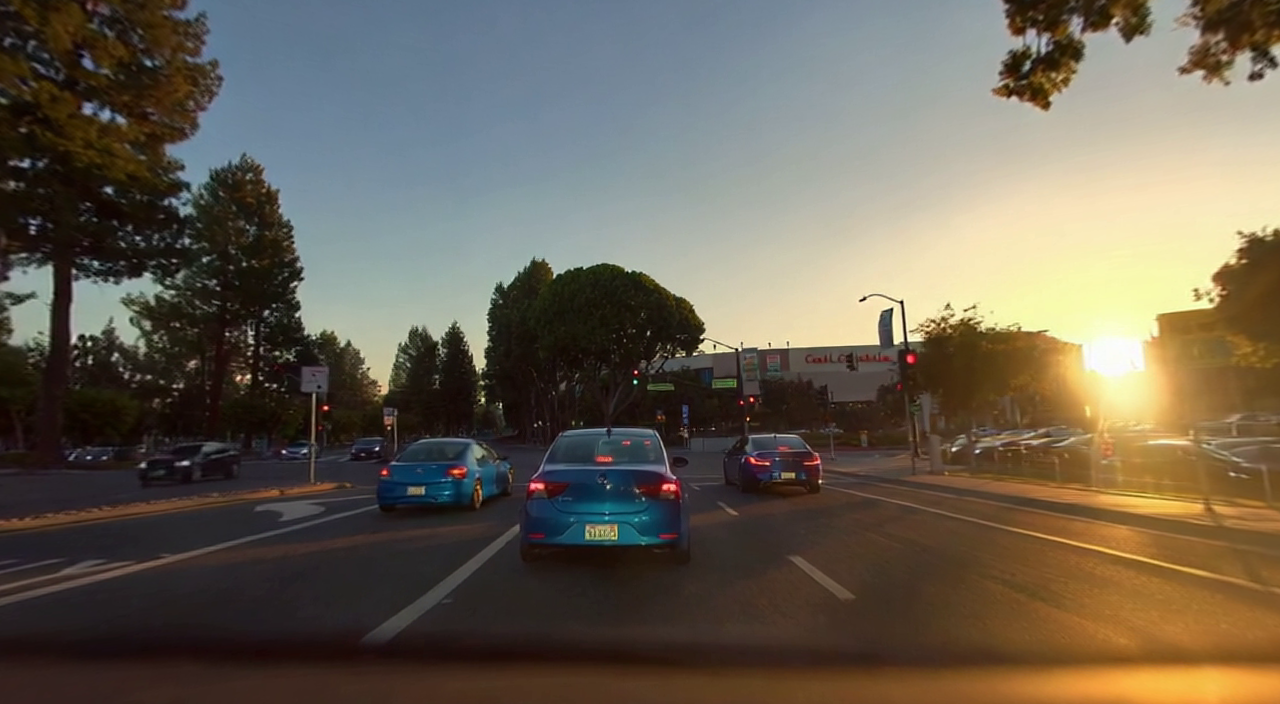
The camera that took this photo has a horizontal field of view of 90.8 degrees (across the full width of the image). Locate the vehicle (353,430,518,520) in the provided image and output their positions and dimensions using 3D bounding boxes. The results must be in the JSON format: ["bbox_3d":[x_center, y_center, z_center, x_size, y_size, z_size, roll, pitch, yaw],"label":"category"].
[{"bbox_3d":[-3.720,2.300,12.300,1.998,1.452,3.773,0,-8,-1],"label":"vehicle"}]

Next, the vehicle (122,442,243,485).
[{"bbox_3d":[-20.180,4.896,28.169,1.982,1.712,4.511,0,-8,0],"label":"vehicle"}]

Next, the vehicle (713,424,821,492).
[{"bbox_3d":[3.429,2.974,17.993,2.028,1.678,4.220,0,-8,-2],"label":"vehicle"}]

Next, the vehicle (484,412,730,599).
[{"bbox_3d":[-0.366,1.583,7.430,2.045,1.533,4.183,0,-8,-3],"label":"vehicle"}]
